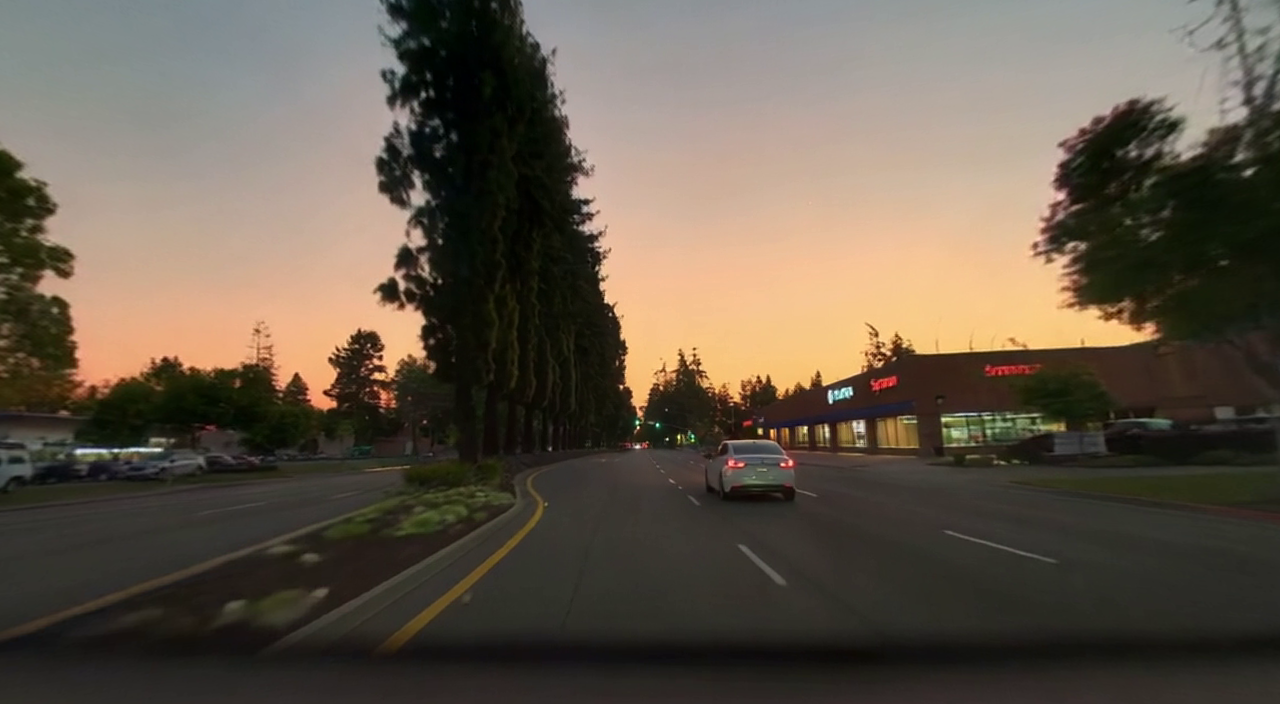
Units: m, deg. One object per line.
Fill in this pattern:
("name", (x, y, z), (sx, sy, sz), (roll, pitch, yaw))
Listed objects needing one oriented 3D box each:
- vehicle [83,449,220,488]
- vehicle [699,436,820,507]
("vehicle", (-28.580, 6.810, 37.183), (6.011, 2.042, 2.375), (5, -10, -31))
("vehicle", (2.731, 2.852, 15.504), (2.015, 1.479, 4.444), (0, -9, -1))
